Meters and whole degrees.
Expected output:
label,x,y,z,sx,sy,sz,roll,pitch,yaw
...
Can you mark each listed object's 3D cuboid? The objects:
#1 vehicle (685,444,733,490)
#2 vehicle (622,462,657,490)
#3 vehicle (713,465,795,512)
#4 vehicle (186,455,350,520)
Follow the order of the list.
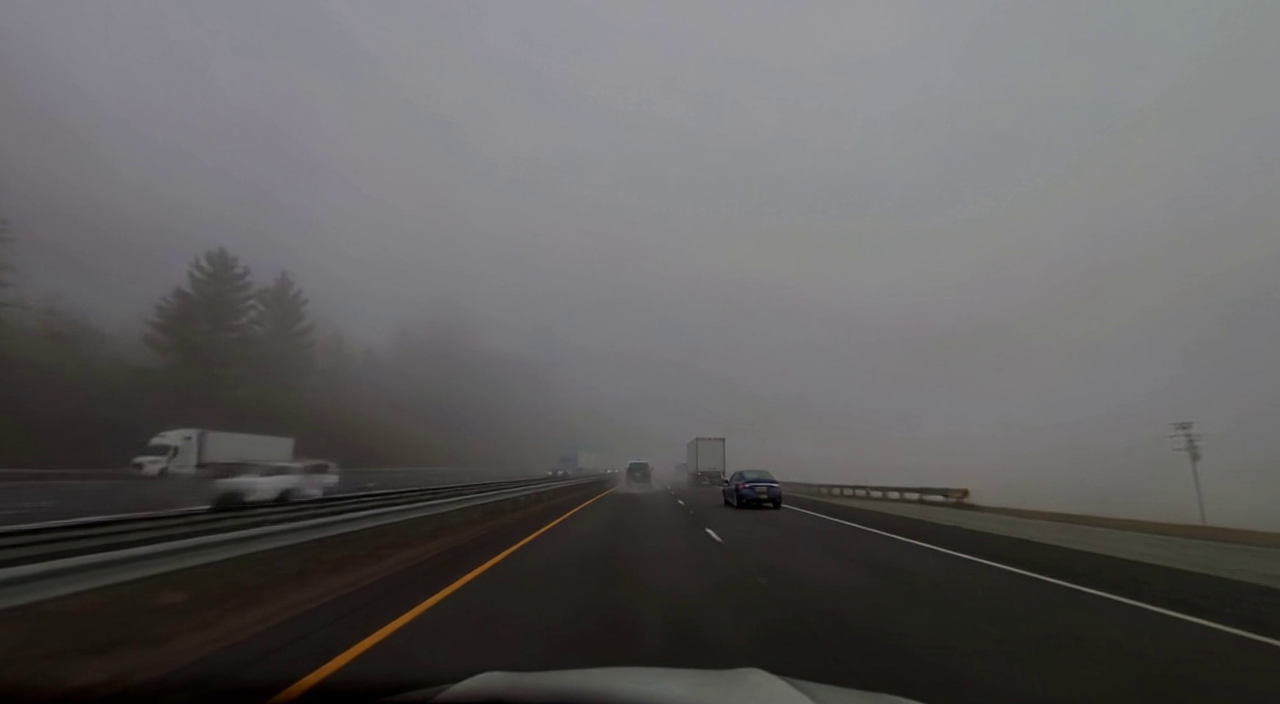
label,x,y,z,sx,sy,sz,roll,pitch,yaw
vehicle,4.747,8.154,44.748,2.563,2.975,6.941,1,-10,0
vehicle,-0.002,8.347,42.491,2.212,1.717,4.452,0,-10,1
vehicle,4.166,5.092,23.903,2.073,1.532,4.969,1,-10,-2
vehicle,-9.812,3.608,17.062,1.897,1.498,3.978,0,-10,1
